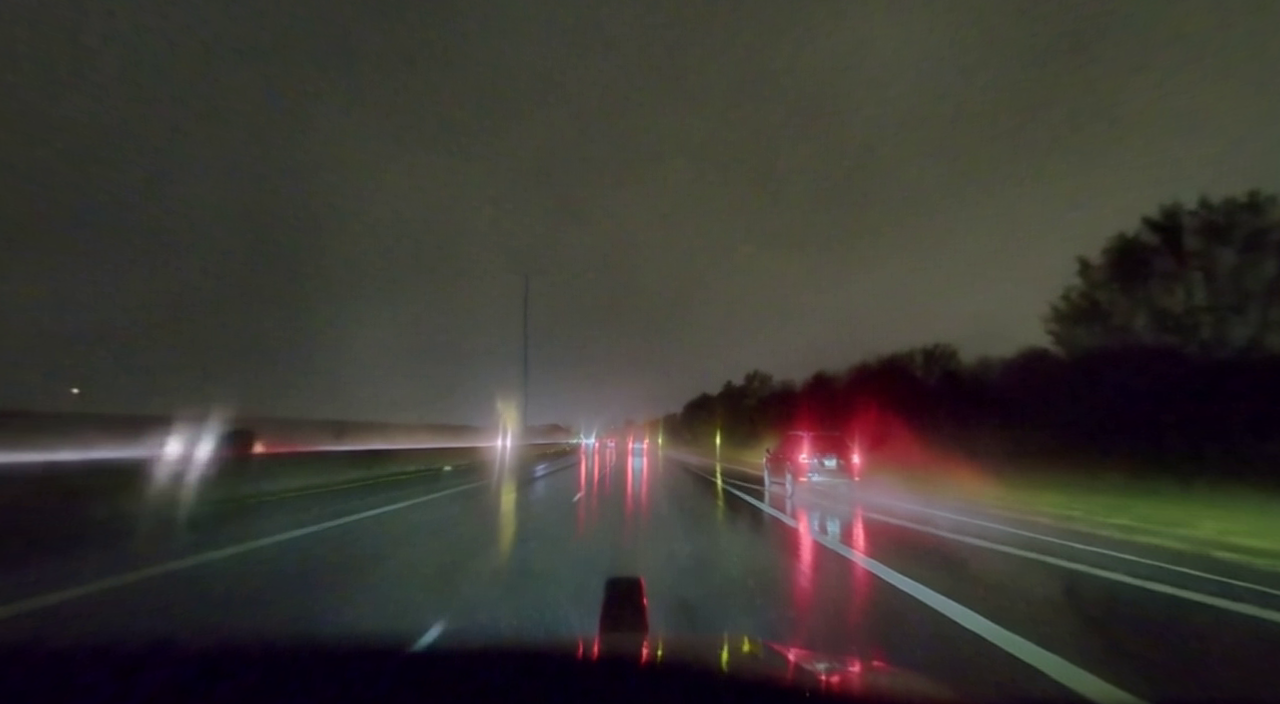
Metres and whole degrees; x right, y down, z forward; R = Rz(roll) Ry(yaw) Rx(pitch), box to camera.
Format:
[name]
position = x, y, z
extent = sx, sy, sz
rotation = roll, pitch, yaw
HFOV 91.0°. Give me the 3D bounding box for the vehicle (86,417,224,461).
[vehicle]
position = -18.366, 3.352, 24.147
extent = 1.856, 1.538, 4.326
rotation = 0, -8, 0
